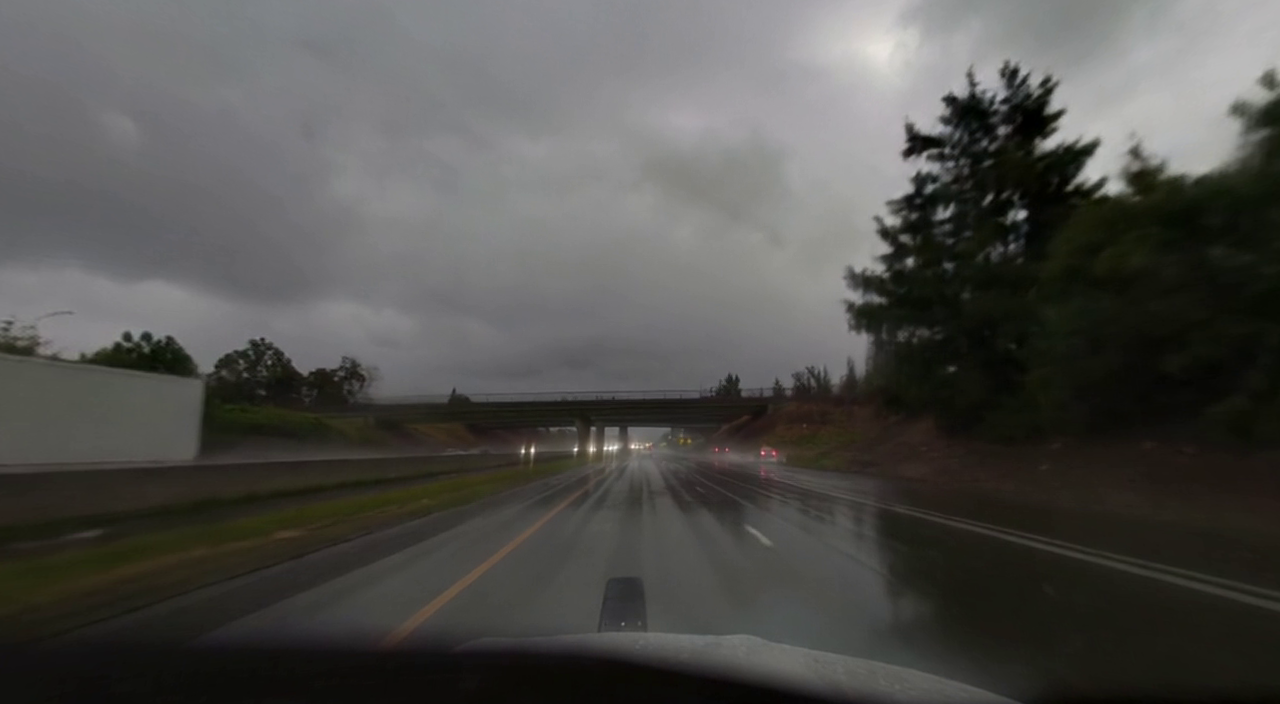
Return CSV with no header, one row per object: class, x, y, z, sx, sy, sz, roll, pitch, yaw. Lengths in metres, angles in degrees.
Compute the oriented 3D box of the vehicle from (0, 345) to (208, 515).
vehicle,-17.358,1.798,14.606,2.926,4.181,16.364,0,-9,0
